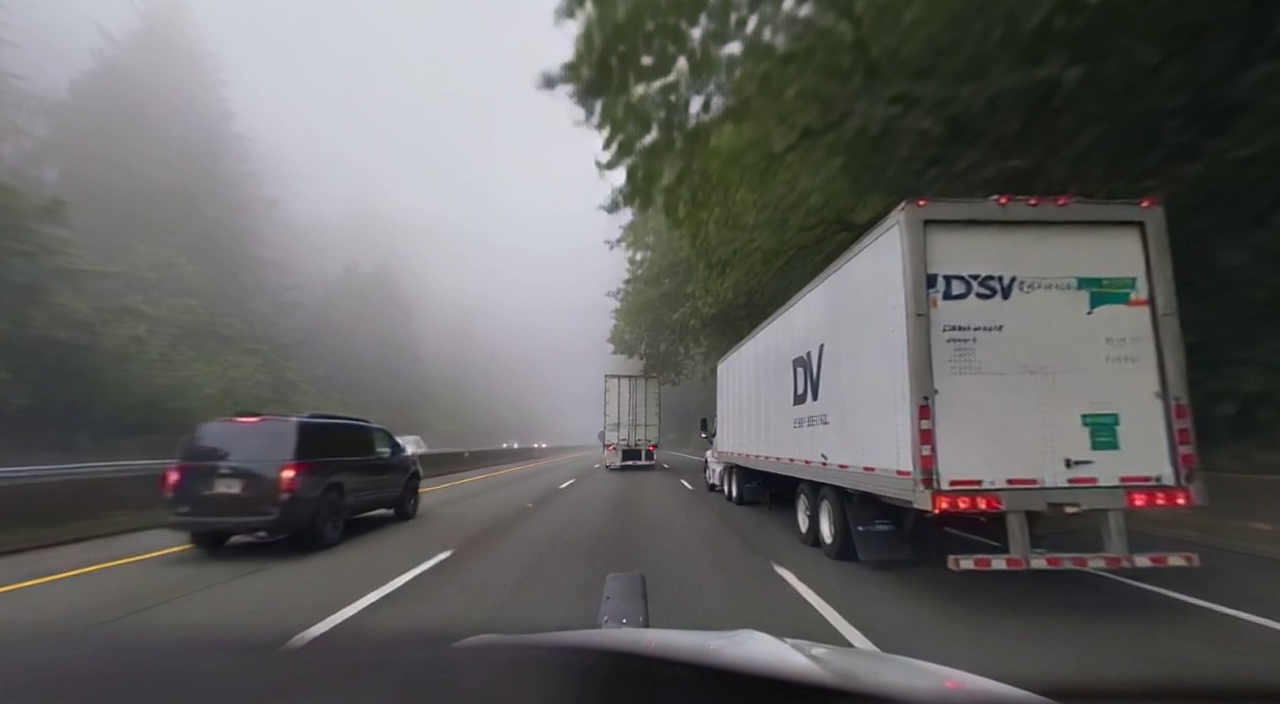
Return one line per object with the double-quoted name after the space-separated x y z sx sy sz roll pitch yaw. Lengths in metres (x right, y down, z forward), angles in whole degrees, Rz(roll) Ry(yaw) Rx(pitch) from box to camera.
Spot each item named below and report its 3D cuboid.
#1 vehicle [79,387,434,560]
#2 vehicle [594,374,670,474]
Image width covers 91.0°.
-4.725 1.577 8.848 2.086 1.778 4.544 0 -8 0 "vehicle"
-0.440 3.551 30.090 2.969 3.957 10.270 0 -8 -1 "vehicle"
